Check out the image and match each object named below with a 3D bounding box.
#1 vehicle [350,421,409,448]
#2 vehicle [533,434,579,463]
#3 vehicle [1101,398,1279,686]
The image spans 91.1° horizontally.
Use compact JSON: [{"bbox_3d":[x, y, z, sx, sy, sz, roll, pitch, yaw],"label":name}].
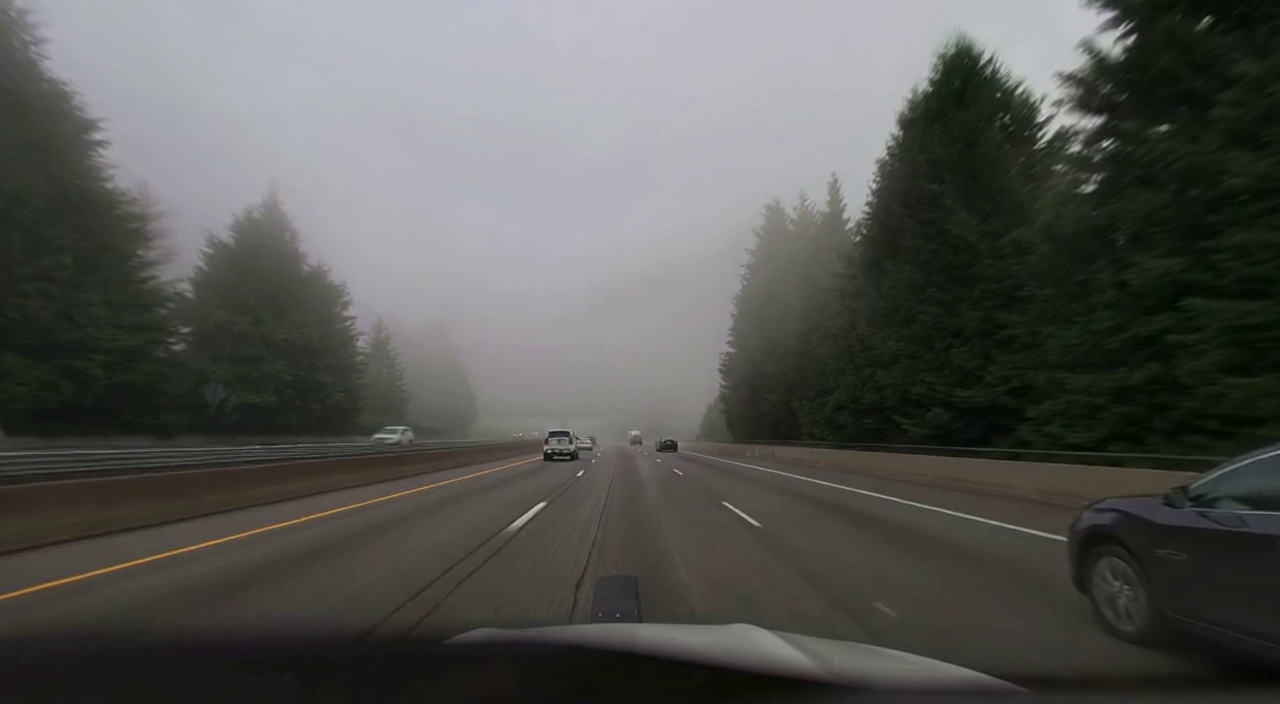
[{"bbox_3d":[-14.281,4.544,34.677,1.719,1.416,3.751,0,-8,-2],"label":"vehicle"},{"bbox_3d":[-4.369,5.071,33.229,1.966,1.460,3.519,0,-8,-1],"label":"vehicle"},{"bbox_3d":[4.448,0.941,2.746,1.956,1.546,3.763,0,-8,-1],"label":"vehicle"}]
